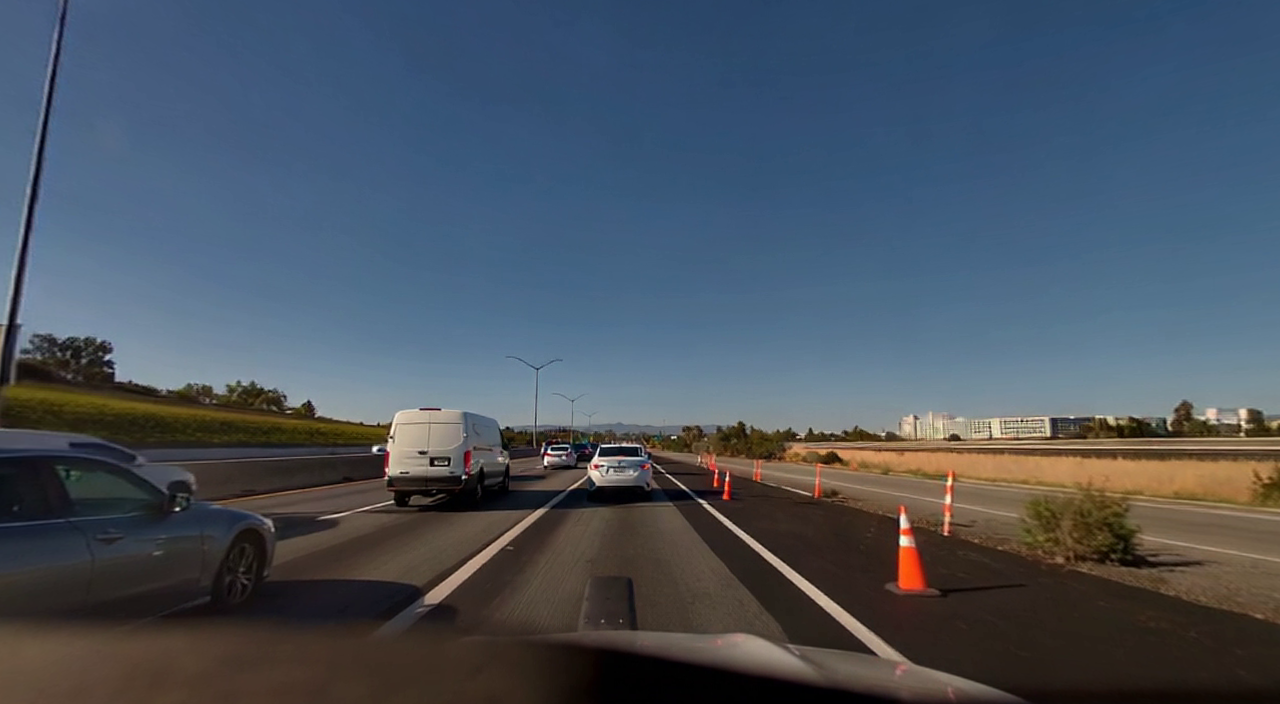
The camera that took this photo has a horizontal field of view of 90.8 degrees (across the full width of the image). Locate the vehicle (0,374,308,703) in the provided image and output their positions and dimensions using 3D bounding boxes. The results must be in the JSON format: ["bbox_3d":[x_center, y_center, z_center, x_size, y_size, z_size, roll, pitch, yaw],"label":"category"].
[{"bbox_3d":[-3.940,0.966,3.240,2.041,1.604,4.384,0,-9,1],"label":"vehicle"}]

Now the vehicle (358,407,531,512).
[{"bbox_3d":[-4.284,2.509,15.174,2.324,2.012,5.740,0,-9,0],"label":"vehicle"}]

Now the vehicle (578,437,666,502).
[{"bbox_3d":[-0.469,3.059,16.854,2.069,1.484,3.918,0,-9,-1],"label":"vehicle"}]

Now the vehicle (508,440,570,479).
[{"bbox_3d":[-4.023,4.361,25.892,1.824,1.459,4.007,0,-9,1],"label":"vehicle"}]
